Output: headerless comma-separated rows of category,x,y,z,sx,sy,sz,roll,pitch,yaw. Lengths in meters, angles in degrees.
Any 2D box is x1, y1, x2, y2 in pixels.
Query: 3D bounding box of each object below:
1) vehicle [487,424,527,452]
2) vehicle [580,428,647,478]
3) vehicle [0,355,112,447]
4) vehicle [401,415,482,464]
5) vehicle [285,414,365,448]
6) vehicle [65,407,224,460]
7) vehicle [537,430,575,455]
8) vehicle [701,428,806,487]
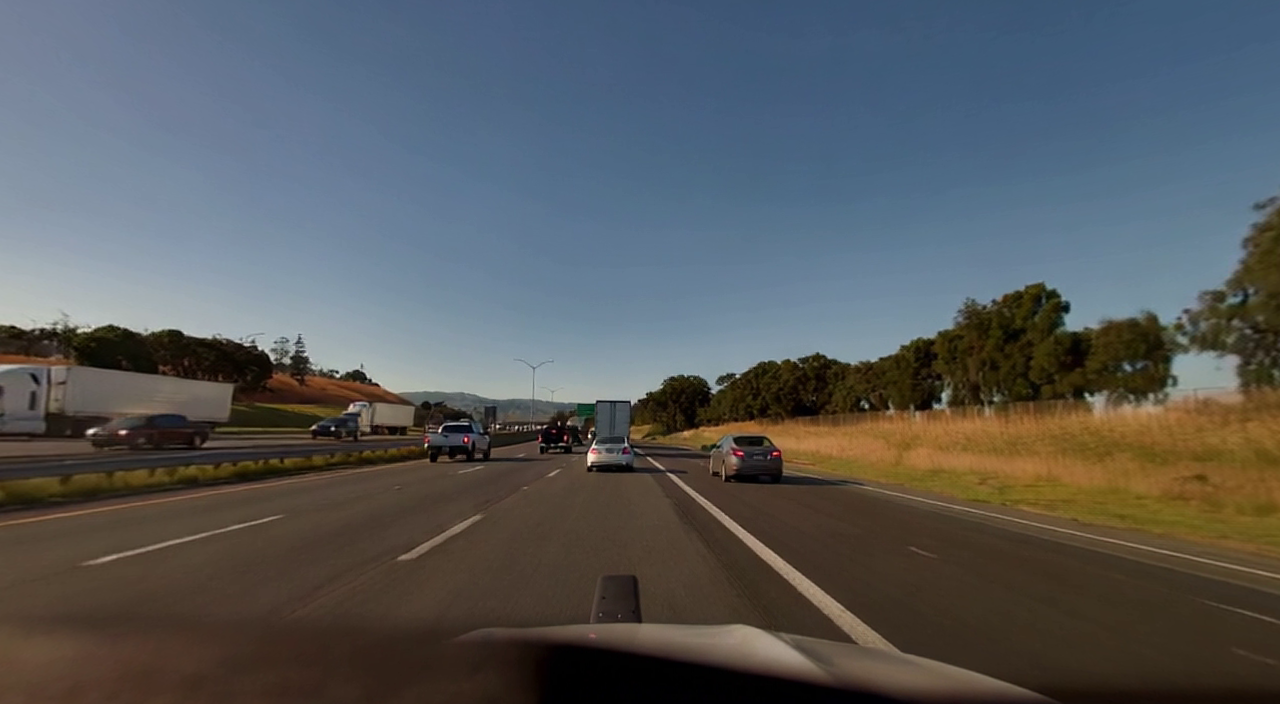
vehicle,-9.453,6.153,44.977,1.992,1.838,4.493,0,-8,-2
vehicle,-0.861,3.251,20.632,1.980,1.478,3.758,0,-8,-2
vehicle,-28.237,2.392,28.999,2.908,3.868,5.411,1,-8,-3
vehicle,-8.713,3.883,28.048,2.158,1.943,4.662,0,-8,-1
vehicle,-15.786,4.009,31.766,1.993,1.617,4.277,0,-8,-3
vehicle,-15.543,2.615,20.052,1.903,1.506,3.980,0,-8,-2
vehicle,-5.342,5.818,40.508,2.046,1.493,4.384,0,-8,-2
vehicle,3.107,2.978,18.233,1.981,1.474,4.396,0,-8,-4
